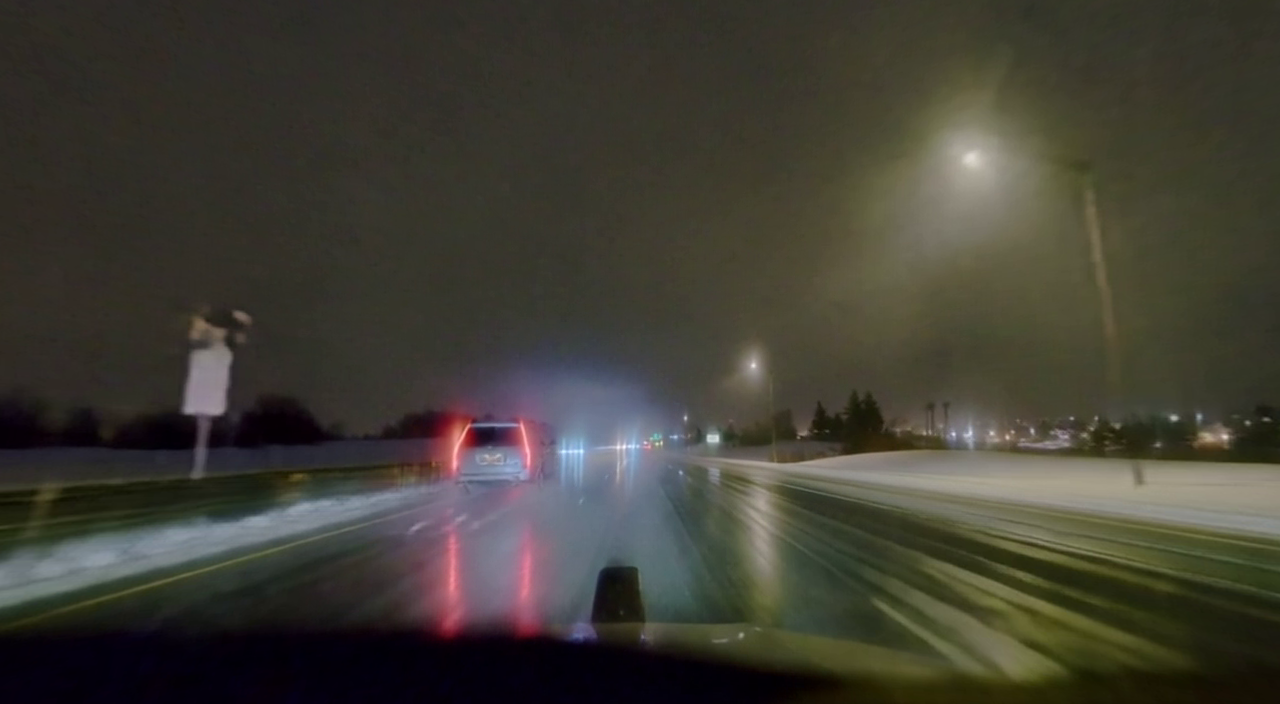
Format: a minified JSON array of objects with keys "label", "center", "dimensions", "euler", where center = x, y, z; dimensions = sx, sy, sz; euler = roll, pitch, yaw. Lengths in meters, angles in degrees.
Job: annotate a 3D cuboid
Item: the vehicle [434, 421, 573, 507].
[{"label":"vehicle","center":[-3.433,2.992,17.315],"dimensions":[2.431,1.928,5.760],"euler":[0,-9,1]}]
